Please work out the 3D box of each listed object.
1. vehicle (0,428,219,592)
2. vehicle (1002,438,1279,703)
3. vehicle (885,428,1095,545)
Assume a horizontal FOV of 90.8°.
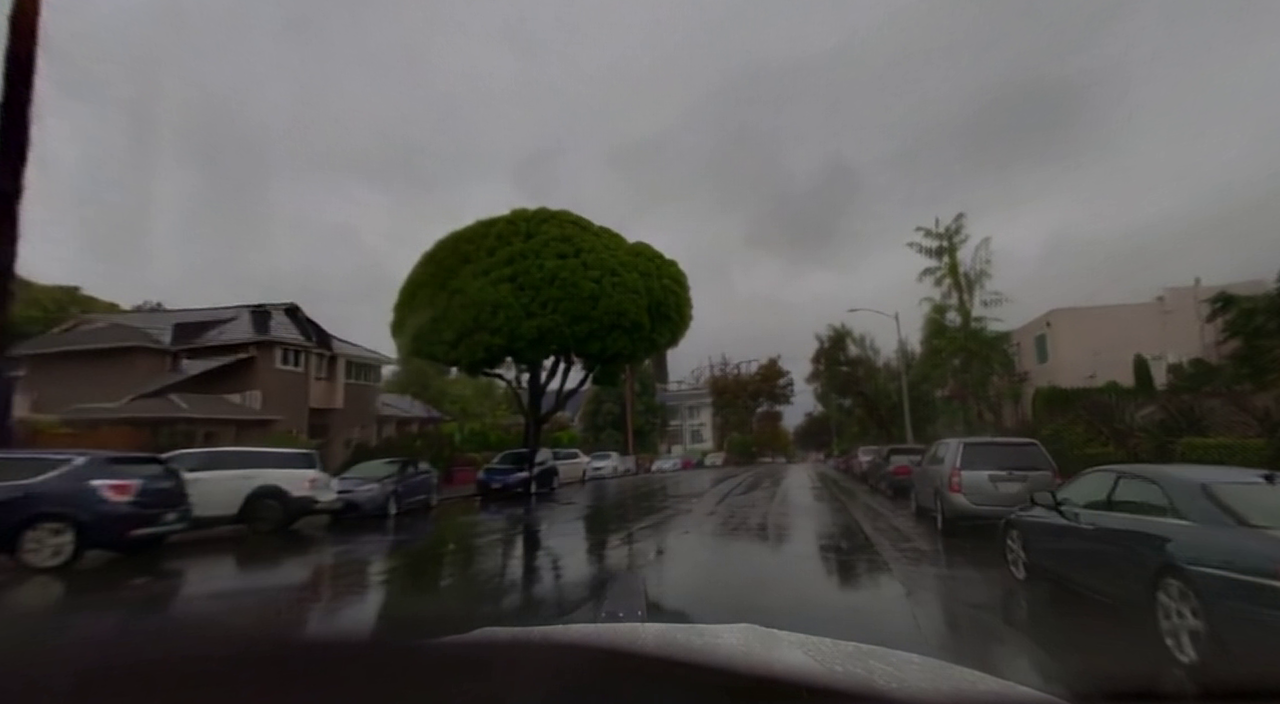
[{"bbox_3d":[-8.404,1.855,7.800,4.866,1.752,1.998,0,-8,-4],"label":"vehicle"},{"bbox_3d":[4.589,1.418,4.914,2.001,1.461,4.492,-3,-9,16],"label":"vehicle"},{"bbox_3d":[5.978,2.296,11.525,2.016,1.670,4.372,-2,-8,11],"label":"vehicle"}]
